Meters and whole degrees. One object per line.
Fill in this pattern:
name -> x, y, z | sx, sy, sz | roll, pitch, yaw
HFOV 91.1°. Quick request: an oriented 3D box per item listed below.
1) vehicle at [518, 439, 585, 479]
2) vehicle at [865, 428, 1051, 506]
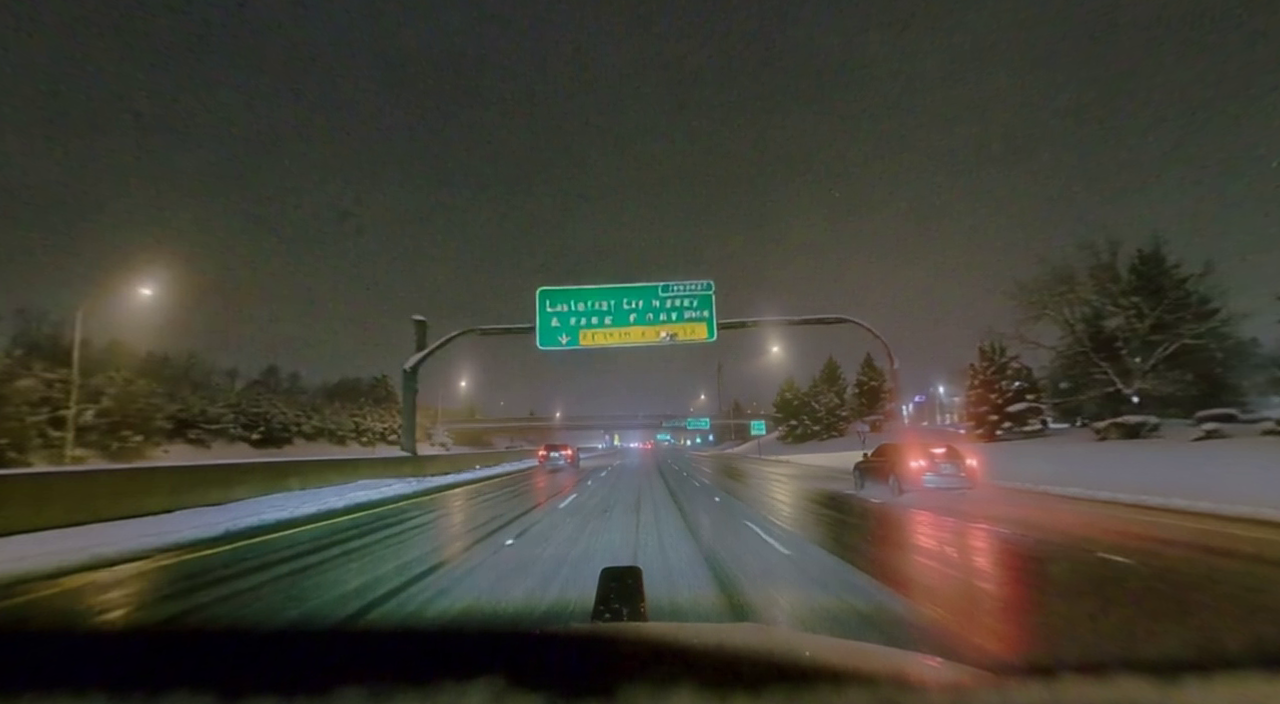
vehicle -> -3.630, 4.519, 26.723 | 2.055, 1.533, 4.604 | 0, -8, 2
vehicle -> 7.483, 2.756, 15.514 | 2.032, 1.601, 4.863 | 0, -8, 0
